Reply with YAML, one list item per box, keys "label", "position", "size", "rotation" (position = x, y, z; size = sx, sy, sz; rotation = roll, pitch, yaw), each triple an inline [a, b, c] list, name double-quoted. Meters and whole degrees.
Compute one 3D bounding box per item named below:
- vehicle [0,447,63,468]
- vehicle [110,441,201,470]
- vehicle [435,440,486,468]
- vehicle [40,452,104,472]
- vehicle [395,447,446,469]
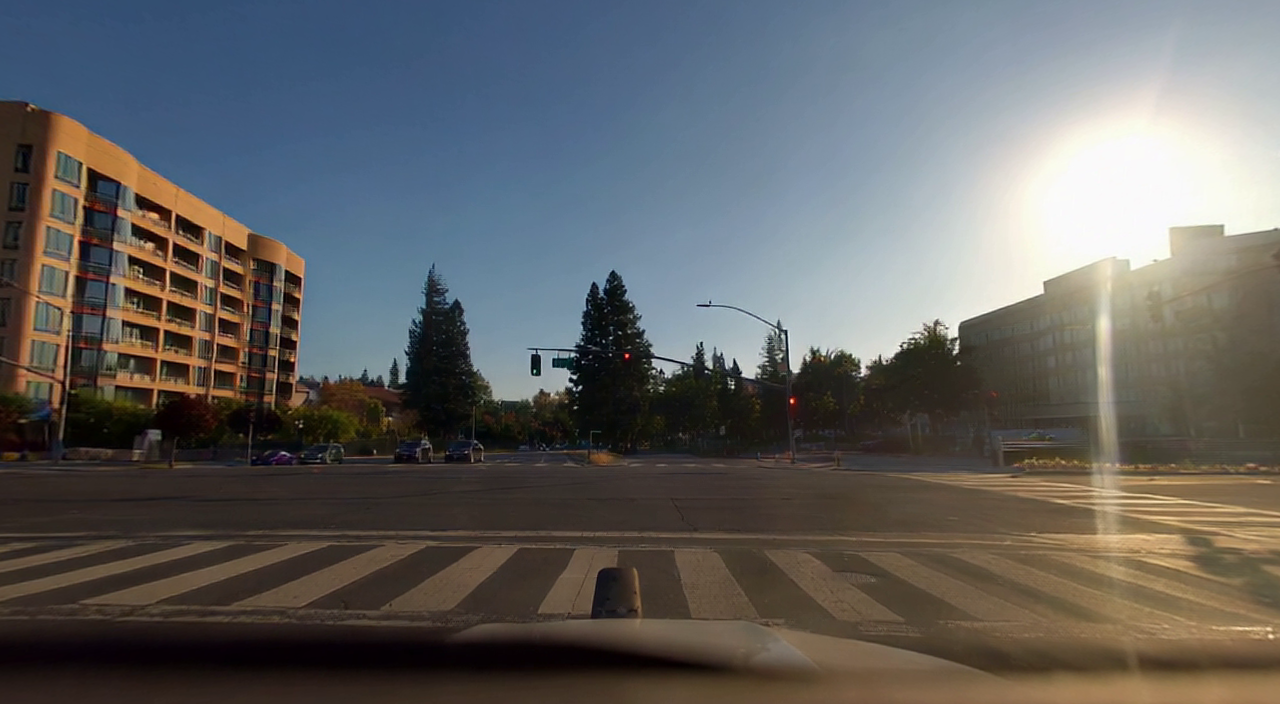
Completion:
- label: "vehicle"
  position: [-45.239, 7.767, 46.613]
  size: [1.858, 1.467, 3.624]
  rotation: [0, -8, 0]
- label: "vehicle"
  position: [-34.885, 7.424, 45.756]
  size: [2.204, 1.955, 5.518]
  rotation: [0, -8, 0]
- label: "vehicle"
  position: [-11.937, 6.799, 42.326]
  size: [2.080, 1.763, 4.341]
  rotation: [0, -8, 0]
- label: "vehicle"
  position: [-41.558, 8.036, 46.304]
  size: [1.552, 1.339, 3.340]
  rotation: [-2, -9, -1]
- label: "vehicle"
  position: [-15.484, 7.449, 44.797]
  size: [2.056, 1.450, 4.343]
  rotation: [0, -8, 0]
